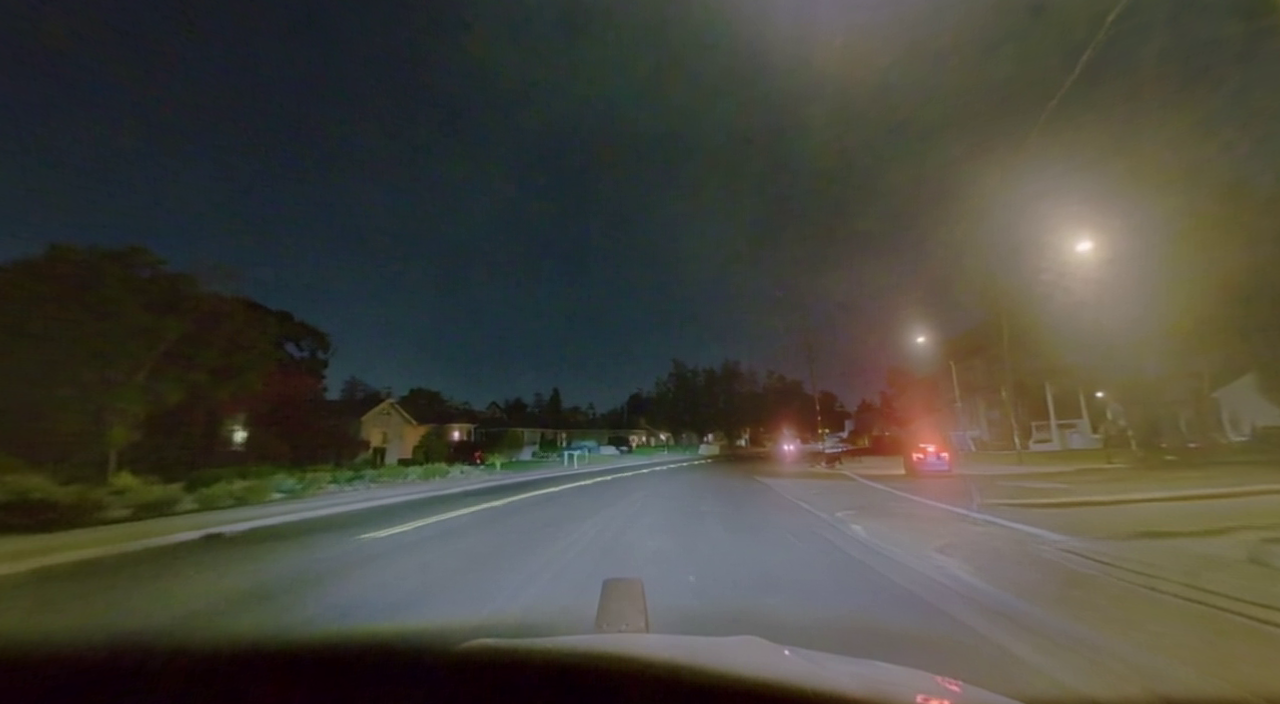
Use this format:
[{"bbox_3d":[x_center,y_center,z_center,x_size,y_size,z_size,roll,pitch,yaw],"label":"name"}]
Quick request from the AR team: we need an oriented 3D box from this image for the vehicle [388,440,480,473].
[{"bbox_3d":[-11.008,5.625,34.036,4.485,1.663,2.111,2,-9,-14],"label":"vehicle"}]
